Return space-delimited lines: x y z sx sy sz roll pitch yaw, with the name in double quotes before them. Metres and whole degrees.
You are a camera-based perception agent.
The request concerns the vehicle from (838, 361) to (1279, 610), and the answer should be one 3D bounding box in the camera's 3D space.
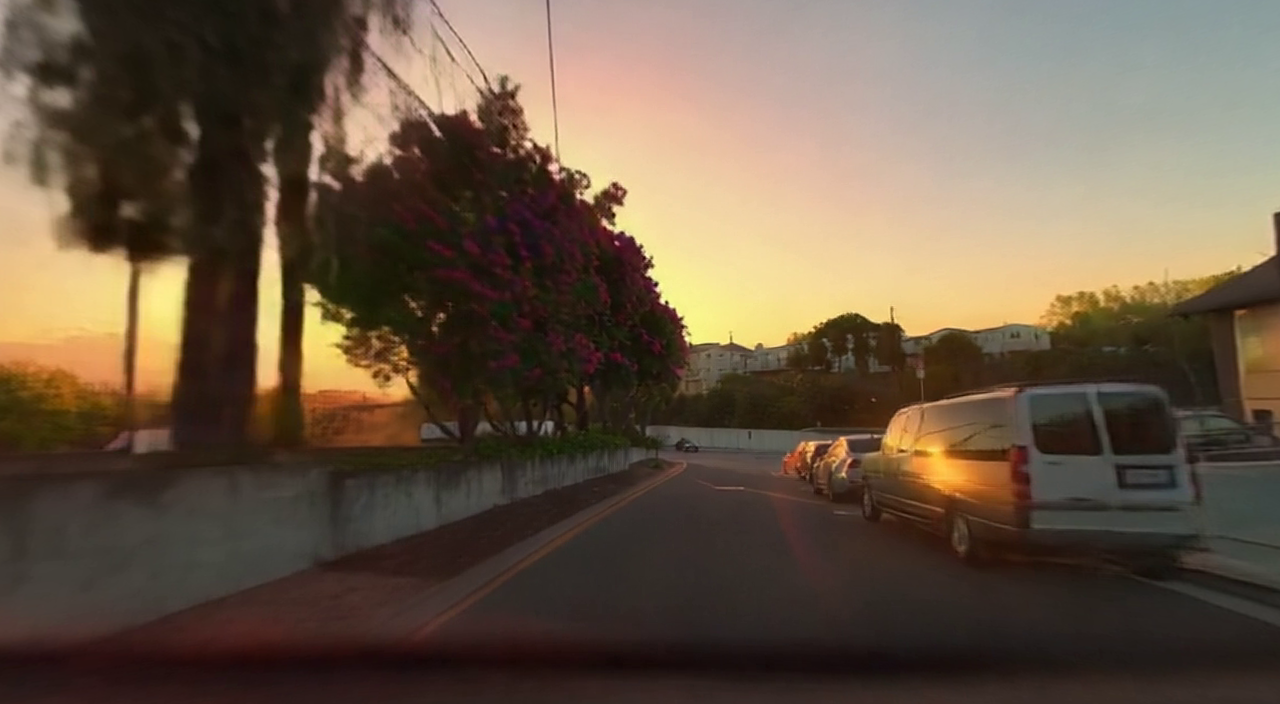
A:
"vehicle" 4.499 1.536 8.389 2.291 1.981 6.444 -1 -8 6
